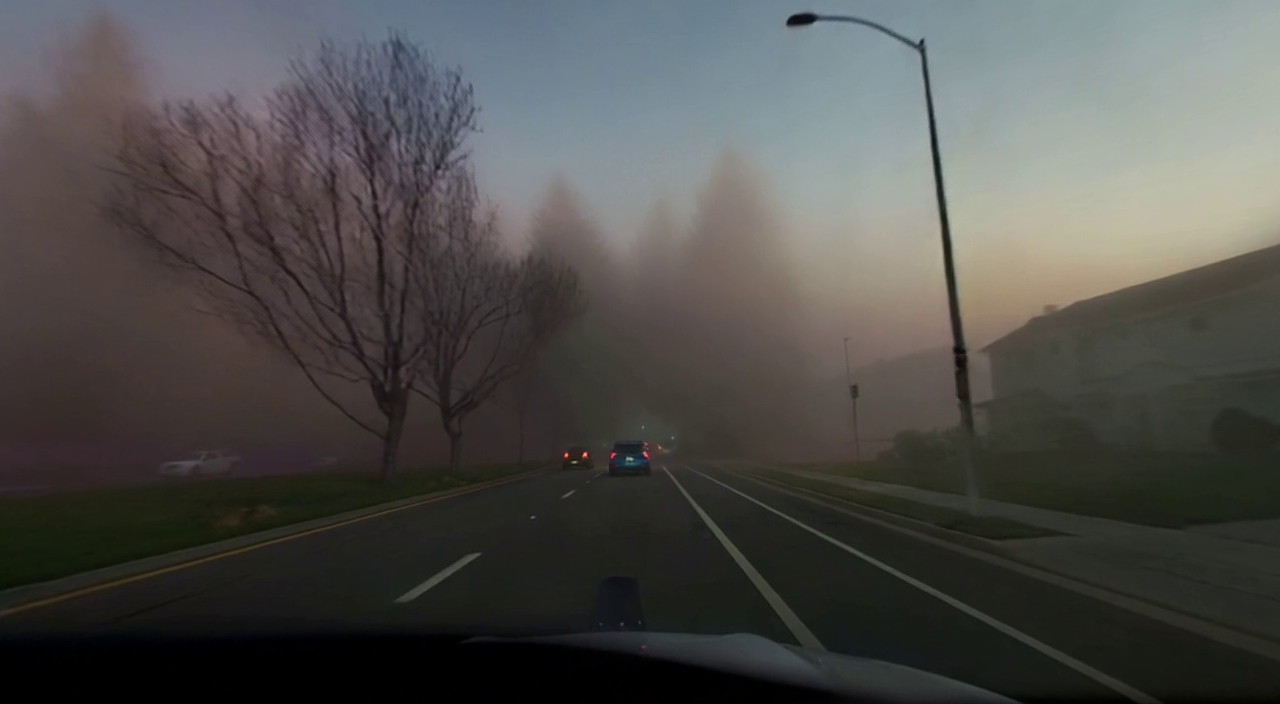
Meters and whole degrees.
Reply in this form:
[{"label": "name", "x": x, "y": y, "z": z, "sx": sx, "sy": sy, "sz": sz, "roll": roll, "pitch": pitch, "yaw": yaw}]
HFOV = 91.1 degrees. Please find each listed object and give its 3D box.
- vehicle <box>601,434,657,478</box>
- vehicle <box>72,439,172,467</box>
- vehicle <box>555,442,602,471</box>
[{"label": "vehicle", "x": -0.412, "y": 4.441, "z": 26.991, "sx": 2.220, "sy": 1.742, "sz": 4.047, "roll": 0, "pitch": -8, "yaw": 0}, {"label": "vehicle", "x": -33.024, "y": 6.471, "z": 40.127, "sx": 4.564, "sy": 1.717, "sz": 1.977, "roll": 0, "pitch": -9, "yaw": -1}, {"label": "vehicle", "x": -3.266, "y": 5.671, "z": 34.338, "sx": 2.032, "sy": 1.433, "sz": 4.458, "roll": 0, "pitch": -8, "yaw": 1}]
